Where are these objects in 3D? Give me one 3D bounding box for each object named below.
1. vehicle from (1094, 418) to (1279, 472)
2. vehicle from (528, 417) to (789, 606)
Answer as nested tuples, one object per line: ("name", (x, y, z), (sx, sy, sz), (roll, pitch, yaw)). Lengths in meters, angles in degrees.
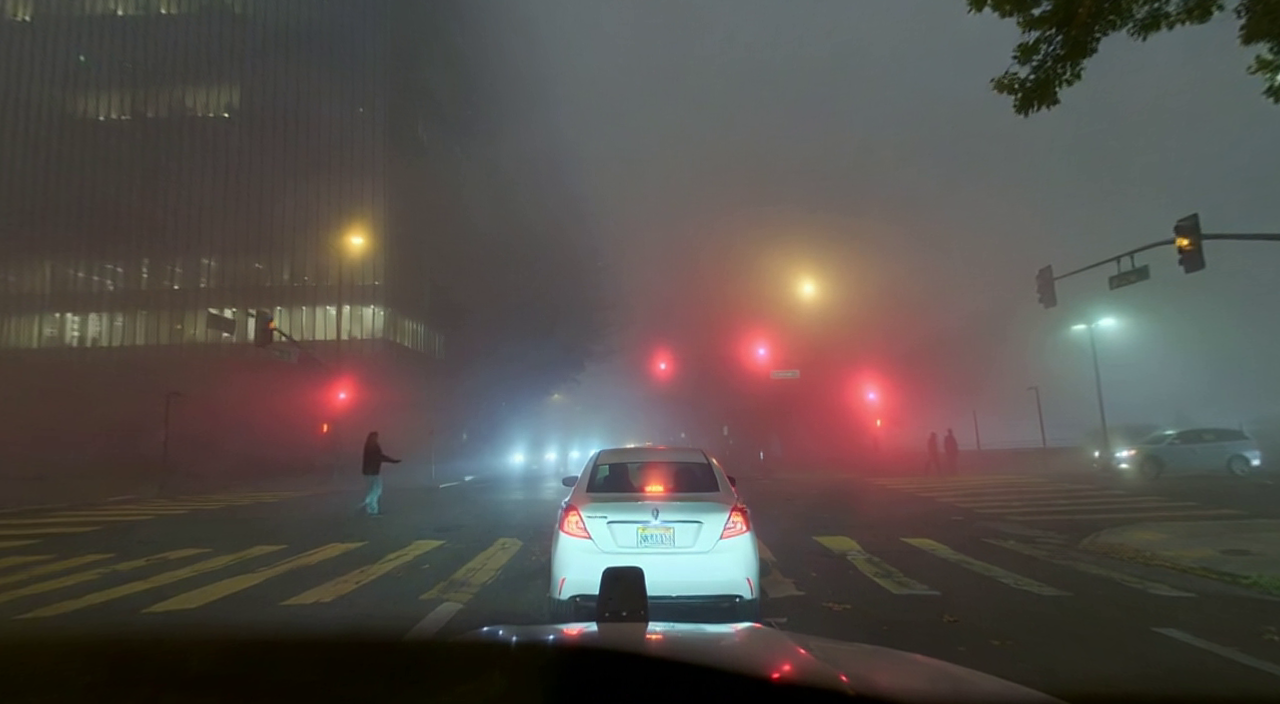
("vehicle", (19.129, 3.265, 22.222), (4.675, 1.772, 1.945), (0, -8, -1))
("vehicle", (-0.143, 1.644, 7.479), (1.893, 1.532, 4.145), (2, -9, -16))
